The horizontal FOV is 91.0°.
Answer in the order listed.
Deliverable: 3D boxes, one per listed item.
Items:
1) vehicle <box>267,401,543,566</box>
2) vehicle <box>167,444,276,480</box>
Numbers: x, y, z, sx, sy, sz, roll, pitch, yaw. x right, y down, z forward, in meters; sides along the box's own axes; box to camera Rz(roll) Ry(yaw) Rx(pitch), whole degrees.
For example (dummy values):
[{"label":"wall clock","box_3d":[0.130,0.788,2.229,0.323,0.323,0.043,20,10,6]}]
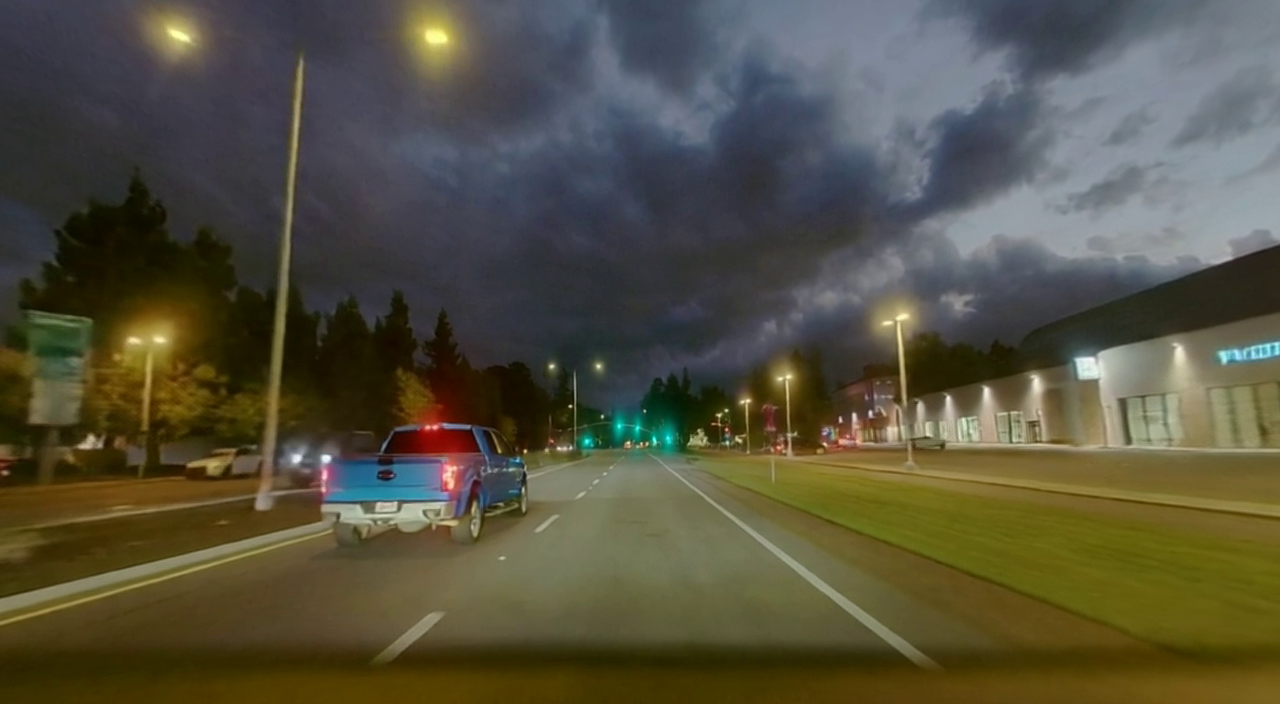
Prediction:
[{"label":"vehicle","box_3d":[-3.000,1.838,9.666,2.065,1.790,5.417,0,-8,1]},{"label":"vehicle","box_3d":[-21.404,5.621,32.522,2.224,1.668,5.022,-2,-9,0]}]
